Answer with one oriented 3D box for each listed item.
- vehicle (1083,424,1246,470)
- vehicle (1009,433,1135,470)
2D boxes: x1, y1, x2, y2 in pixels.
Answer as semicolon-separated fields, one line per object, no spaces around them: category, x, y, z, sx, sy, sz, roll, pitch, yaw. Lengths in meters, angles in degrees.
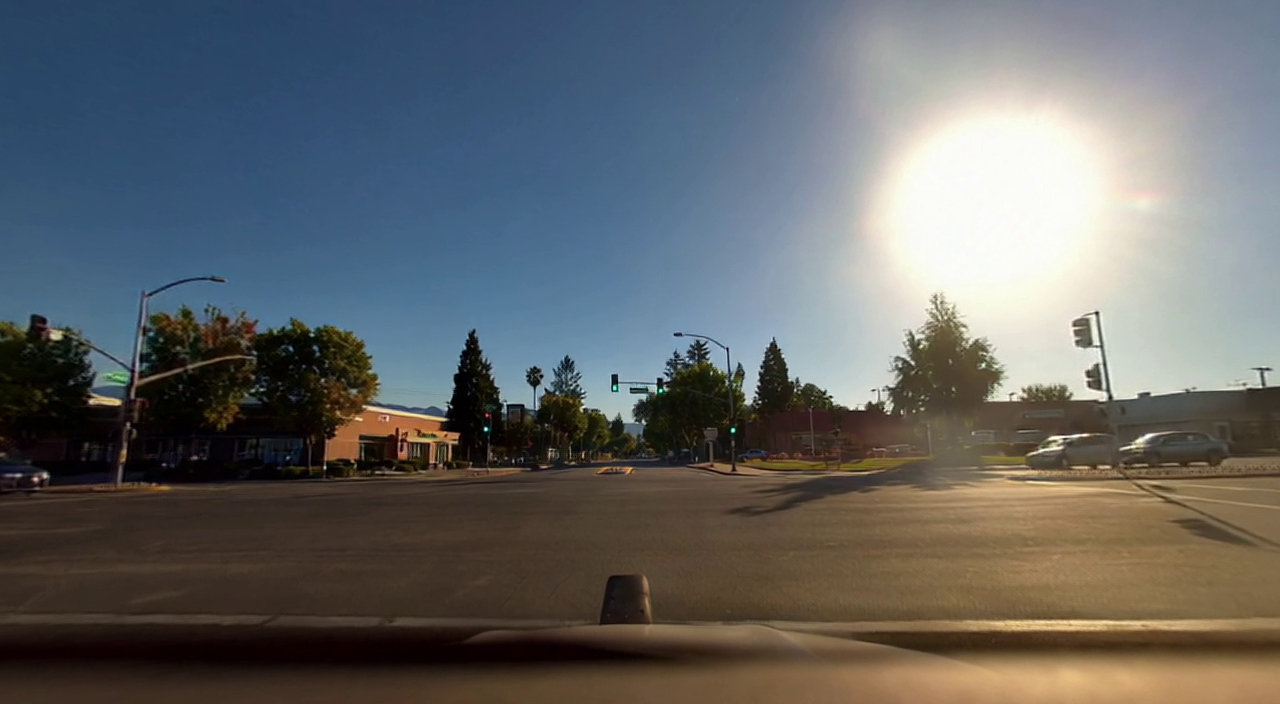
vehicle;19.483;3.543;23.563;4.288;1.600;1.927;0;-8;1
vehicle;20.425;4.712;29.921;4.483;1.691;1.949;0;-8;1
